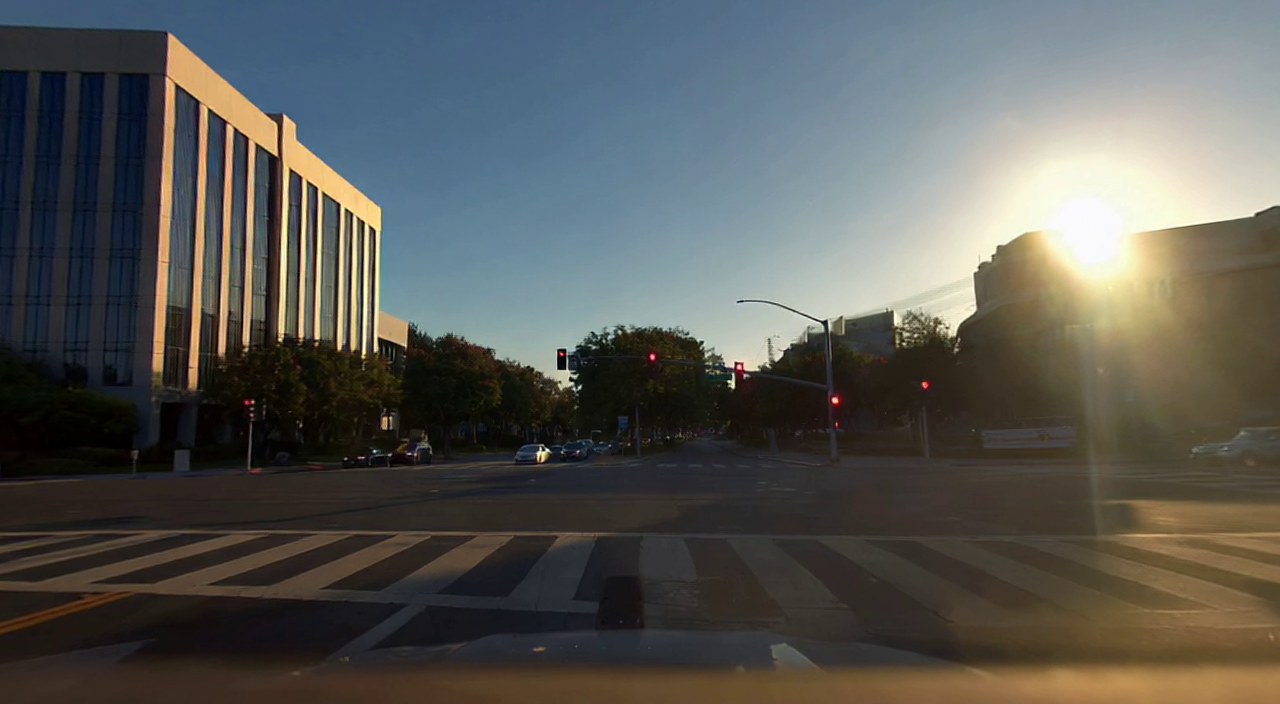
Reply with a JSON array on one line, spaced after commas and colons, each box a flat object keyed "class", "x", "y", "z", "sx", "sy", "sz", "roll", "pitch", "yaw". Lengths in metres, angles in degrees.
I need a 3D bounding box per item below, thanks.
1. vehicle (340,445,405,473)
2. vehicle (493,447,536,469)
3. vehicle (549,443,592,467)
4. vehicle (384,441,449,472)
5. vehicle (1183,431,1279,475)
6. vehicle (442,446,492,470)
[{"class": "vehicle", "x": -18.540, "y": 7.417, "z": 44.091, "sx": 2.237, "sy": 1.842, "sz": 5.116, "roll": 0, "pitch": -9, "yaw": 0}, {"class": "vehicle", "x": -8.076, "y": 6.850, "z": 40.976, "sx": 1.910, "sy": 1.288, "sz": 4.093, "roll": -1, "pitch": -9, "yaw": 1}, {"class": "vehicle", "x": -4.503, "y": 6.759, "z": 41.757, "sx": 2.109, "sy": 1.461, "sz": 4.637, "roll": -1, "pitch": -9, "yaw": 2}, {"class": "vehicle", "x": -15.130, "y": 7.127, "z": 43.248, "sx": 2.340, "sy": 1.946, "sz": 5.450, "roll": -1, "pitch": -9, "yaw": 1}, {"class": "vehicle", "x": 22.322, "y": 3.560, "z": 22.364, "sx": 4.474, "sy": 1.477, "sz": 1.908, "roll": 0, "pitch": -9, "yaw": -3}, {"class": "vehicle", "x": -11.641, "y": 7.153, "z": 42.811, "sx": 2.003, "sy": 1.476, "sz": 4.297, "roll": -1, "pitch": -9, "yaw": 2}]
